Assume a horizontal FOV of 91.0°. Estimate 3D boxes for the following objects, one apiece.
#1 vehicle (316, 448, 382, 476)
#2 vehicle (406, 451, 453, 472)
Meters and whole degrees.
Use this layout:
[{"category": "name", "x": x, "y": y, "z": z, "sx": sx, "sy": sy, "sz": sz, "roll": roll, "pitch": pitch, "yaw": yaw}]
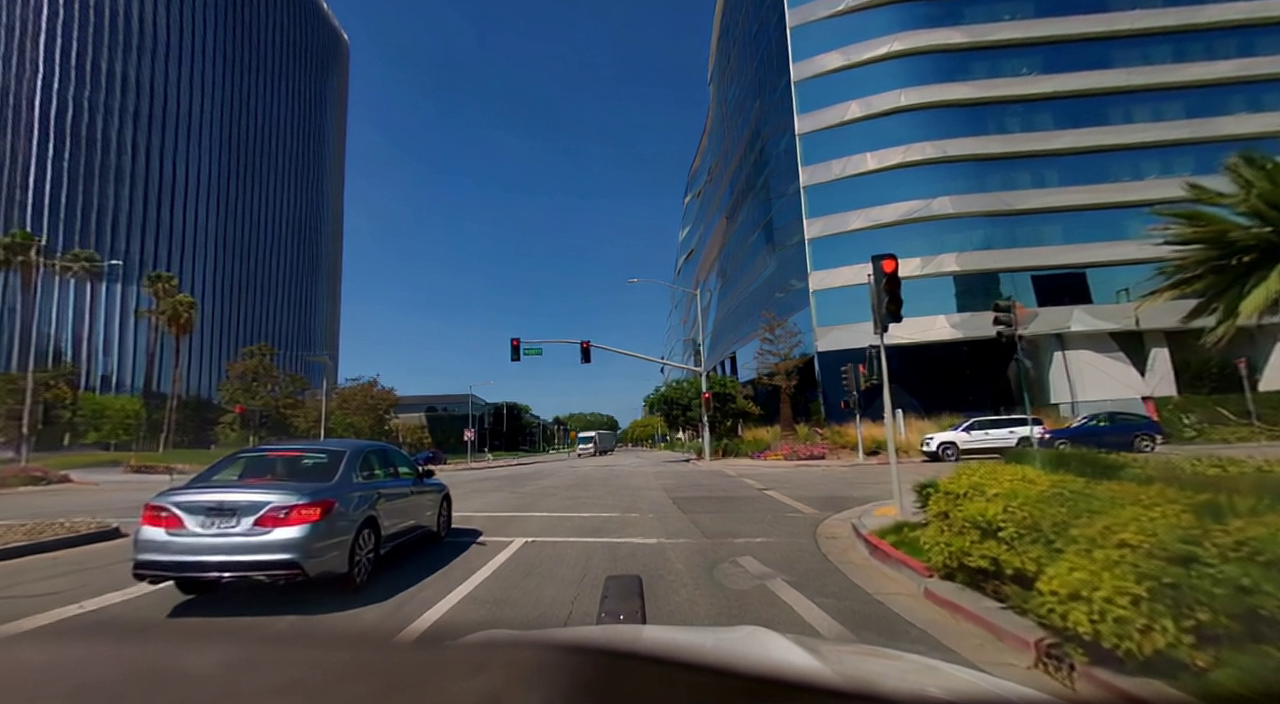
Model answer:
[{"category": "vehicle", "x": -19.063, "y": 7.206, "z": 41.518, "sx": 2.017, "sy": 1.739, "sz": 4.569, "roll": 0, "pitch": -9, "yaw": 2}, {"category": "vehicle", "x": -15.095, "y": 7.836, "z": 45.323, "sx": 1.875, "sy": 1.389, "sz": 3.784, "roll": 0, "pitch": -9, "yaw": 4}]
